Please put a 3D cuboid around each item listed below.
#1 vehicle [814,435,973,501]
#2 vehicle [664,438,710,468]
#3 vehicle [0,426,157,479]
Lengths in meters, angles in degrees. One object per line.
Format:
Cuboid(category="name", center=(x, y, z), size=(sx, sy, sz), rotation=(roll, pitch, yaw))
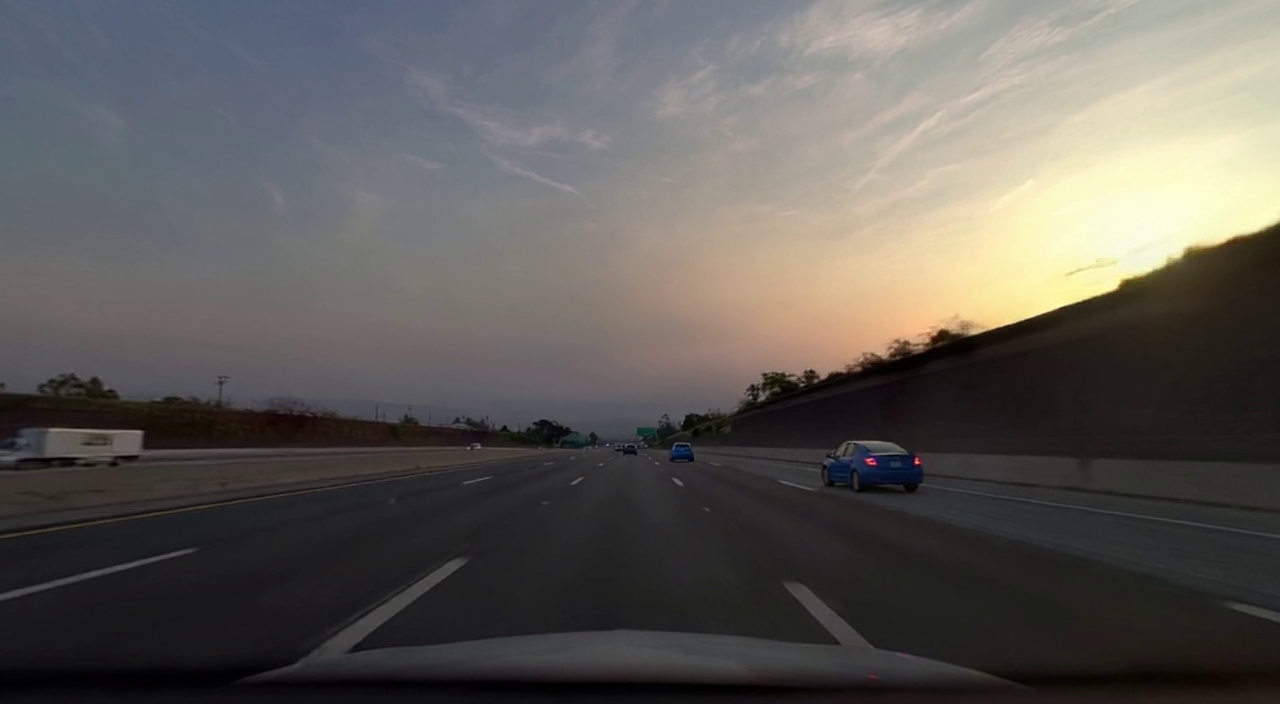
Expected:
Cuboid(category="vehicle", center=(6.618, 3.065, 17.302), size=(2.227, 1.522, 5.041), rotation=(0, -8, -1))
Cuboid(category="vehicle", center=(2.655, 5.848, 36.647), size=(2.270, 1.615, 3.770), rotation=(0, -8, -1))
Cuboid(category="vehicle", center=(-44.014, 7.633, 48.478), size=(3.302, 3.459, 13.357), rotation=(0, -8, 0))
